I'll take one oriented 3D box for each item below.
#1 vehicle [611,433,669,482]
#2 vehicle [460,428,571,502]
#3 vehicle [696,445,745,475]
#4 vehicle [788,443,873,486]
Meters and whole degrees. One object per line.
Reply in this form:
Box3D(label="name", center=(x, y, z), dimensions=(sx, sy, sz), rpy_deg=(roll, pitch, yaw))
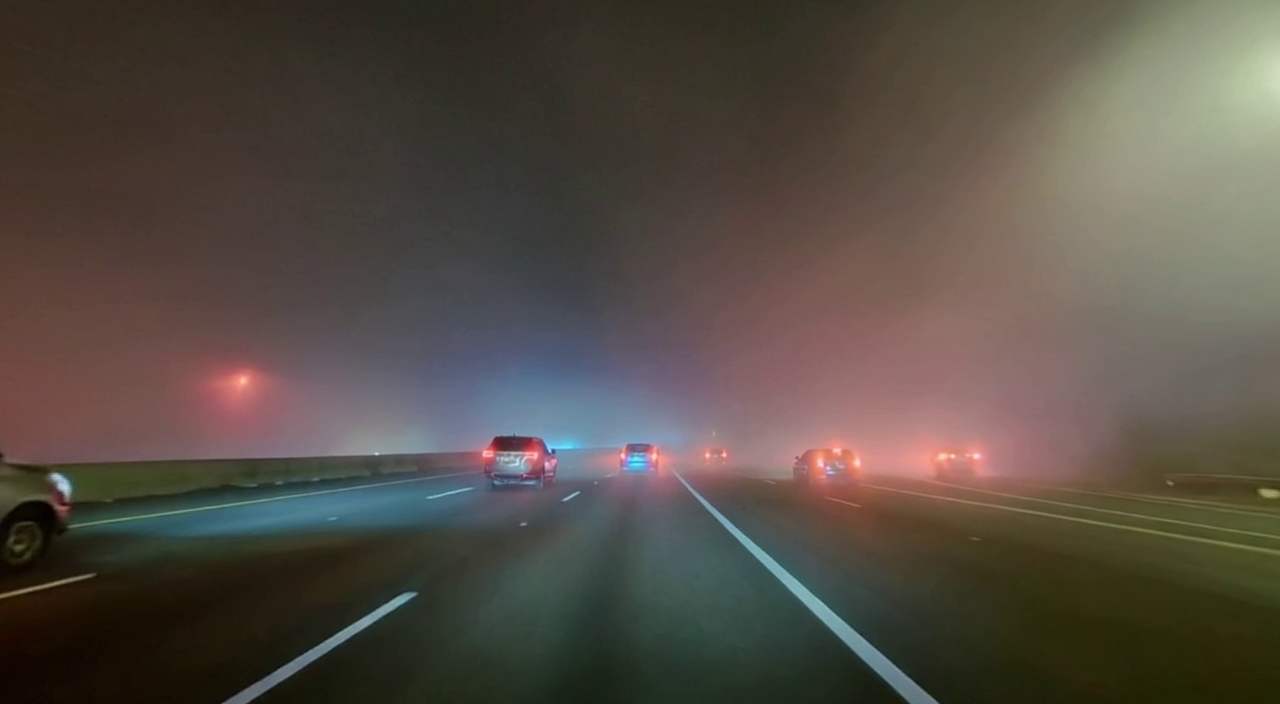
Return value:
Box3D(label="vehicle", center=(0.026, 4.485, 26.947), dimensions=(2.270, 1.862, 4.949), rpy_deg=(0, -9, 1))
Box3D(label="vehicle", center=(-3.263, 3.081, 17.505), dimensions=(2.142, 1.759, 4.297), rpy_deg=(0, -9, 1))
Box3D(label="vehicle", center=(4.197, 5.709, 33.485), dimensions=(2.005, 1.456, 4.287), rpy_deg=(0, -9, 0))
Box3D(label="vehicle", center=(7.279, 4.320, 24.507), dimensions=(1.936, 1.480, 4.373), rpy_deg=(0, -9, 0))
